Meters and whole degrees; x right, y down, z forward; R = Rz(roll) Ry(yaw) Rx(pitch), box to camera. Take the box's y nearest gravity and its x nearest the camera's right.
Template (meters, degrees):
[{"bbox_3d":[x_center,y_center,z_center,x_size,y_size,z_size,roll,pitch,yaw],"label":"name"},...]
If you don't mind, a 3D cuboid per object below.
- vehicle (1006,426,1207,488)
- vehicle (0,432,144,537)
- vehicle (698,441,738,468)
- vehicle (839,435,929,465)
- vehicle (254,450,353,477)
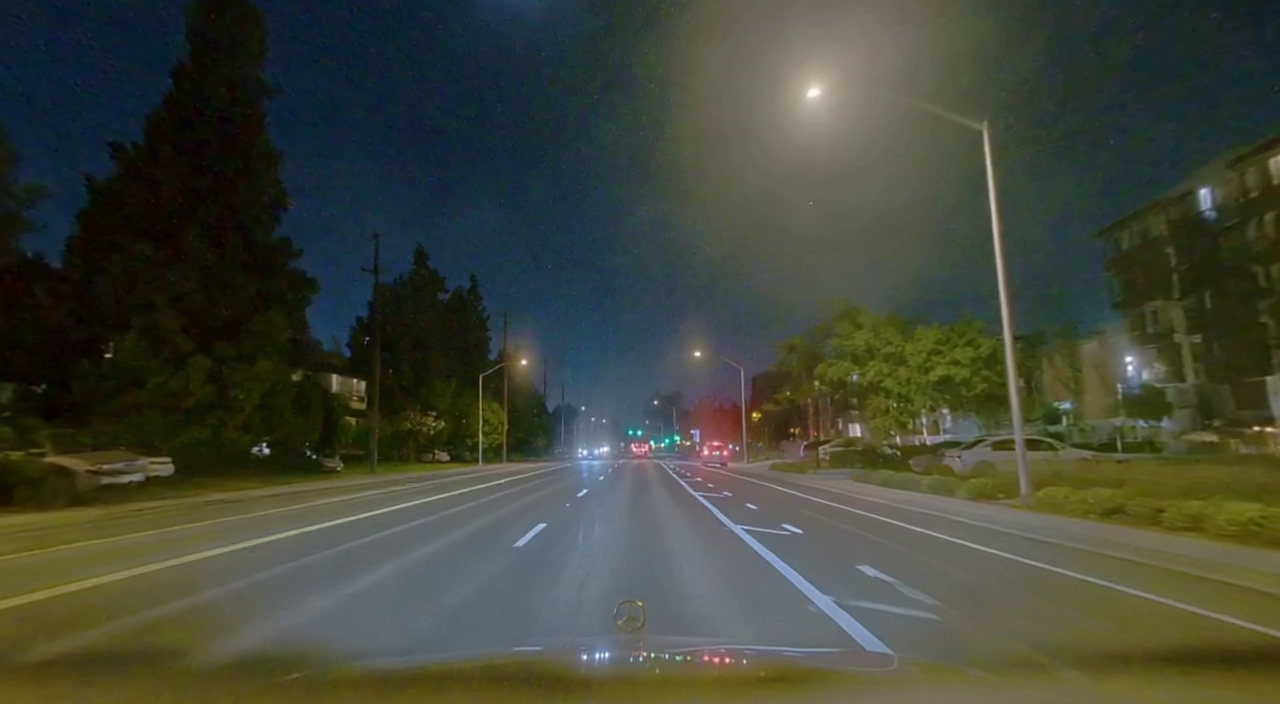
[{"bbox_3d":[14.468,3.238,19.645,4.740,1.665,2.090,-1,-8,-6],"label":"vehicle"},{"bbox_3d":[-12.828,2.600,12.537,2.125,1.914,4.759,-2,-7,-3],"label":"vehicle"},{"bbox_3d":[5.537,7.353,45.216,2.114,1.799,4.960,0,-9,-2],"label":"vehicle"},{"bbox_3d":[14.076,5.668,36.447,4.399,1.663,1.970,0,-8,1],"label":"vehicle"},{"bbox_3d":[-19.160,6.345,35.880,4.500,1.482,1.916,0,-9,1],"label":"vehicle"}]
